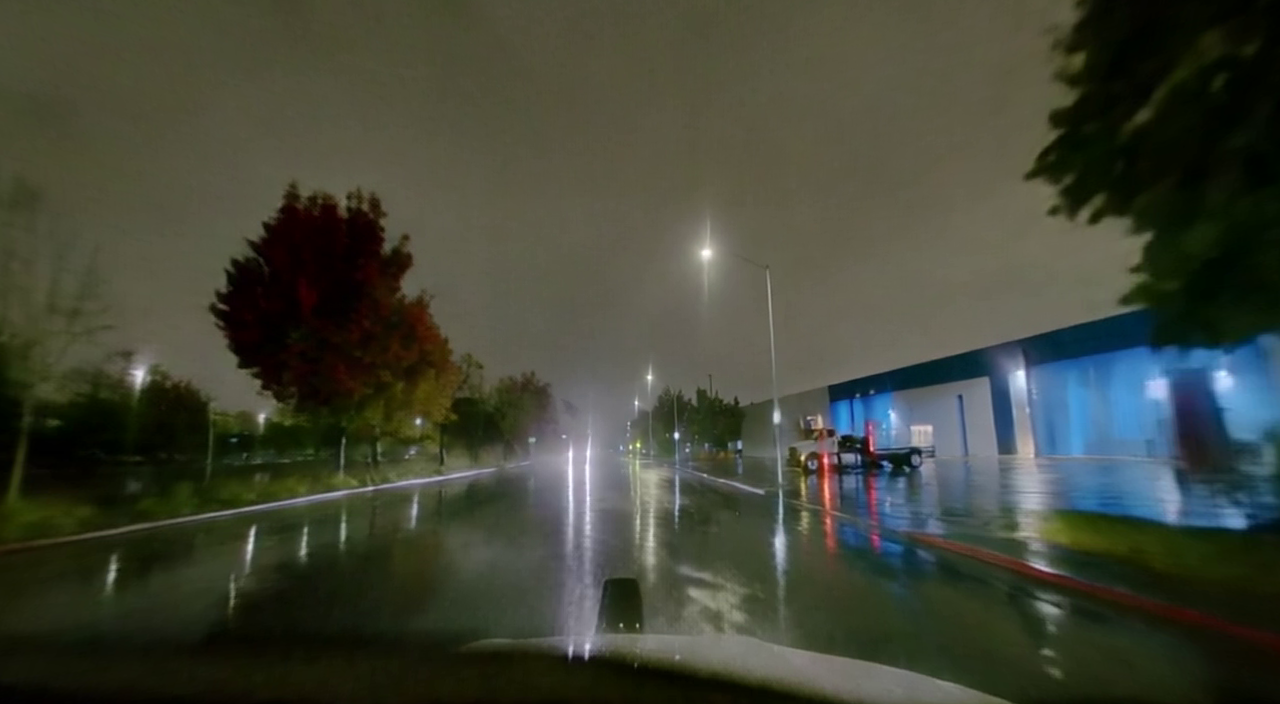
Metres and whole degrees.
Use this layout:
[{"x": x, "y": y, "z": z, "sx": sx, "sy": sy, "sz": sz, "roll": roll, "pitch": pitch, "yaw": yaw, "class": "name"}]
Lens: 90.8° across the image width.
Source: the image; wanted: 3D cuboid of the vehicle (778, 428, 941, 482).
[{"x": 10.912, "y": 5.175, "z": 31.877, "sx": 7.188, "sy": 2.416, "sz": 2.528, "roll": -1, "pitch": -9, "yaw": -3, "class": "vehicle"}]
